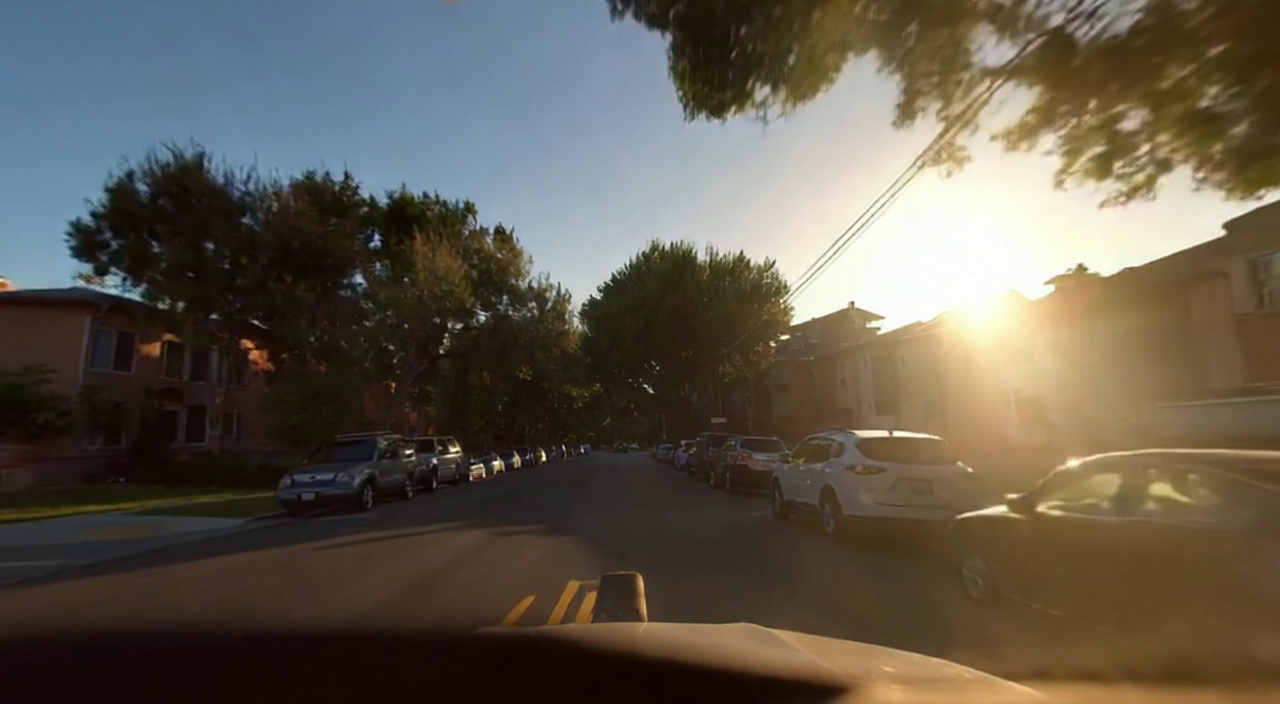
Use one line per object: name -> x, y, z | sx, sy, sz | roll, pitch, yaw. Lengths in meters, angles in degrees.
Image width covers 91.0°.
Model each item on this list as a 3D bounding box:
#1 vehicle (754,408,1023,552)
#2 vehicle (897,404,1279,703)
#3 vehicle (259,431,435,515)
vehicle -> 3.779, 2.119, 11.235 | 2.280, 1.850, 5.961 | 0, -9, -1
vehicle -> 3.742, 1.189, 4.063 | 2.050, 1.502, 4.826 | 0, -9, -1
vehicle -> -7.618, 3.255, 17.232 | 2.384, 1.781, 5.492 | -3, -10, -2
